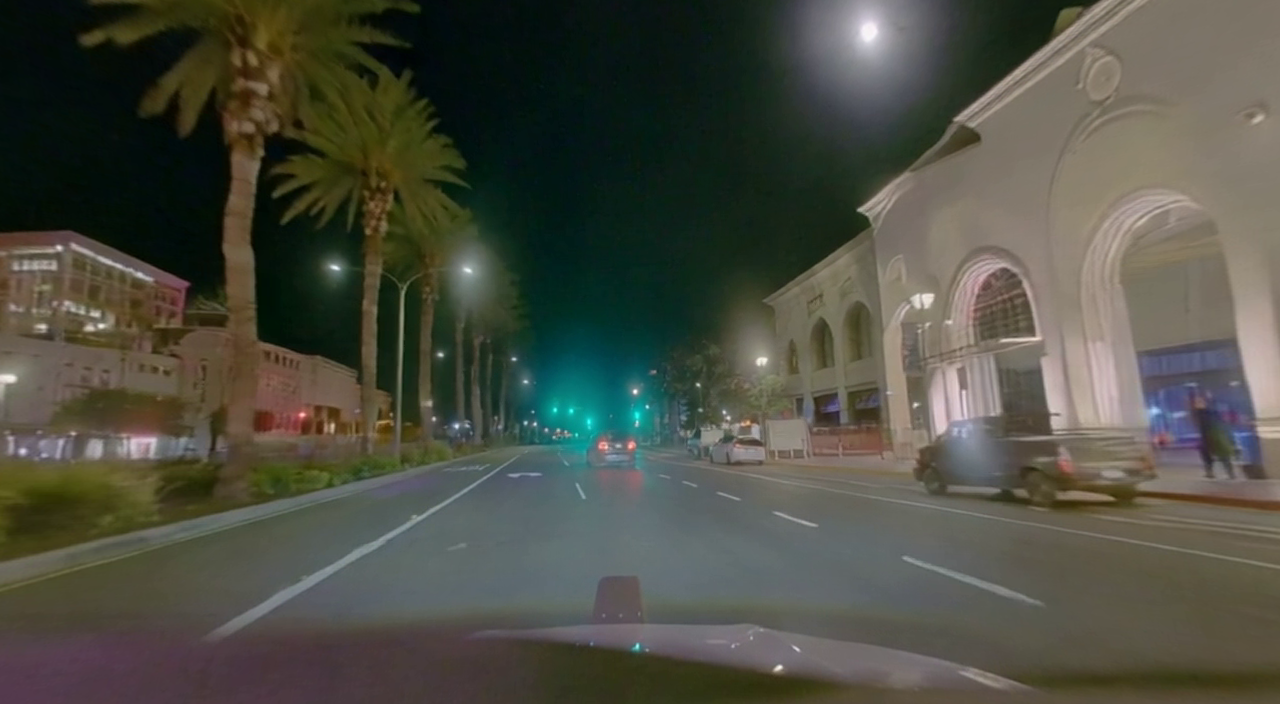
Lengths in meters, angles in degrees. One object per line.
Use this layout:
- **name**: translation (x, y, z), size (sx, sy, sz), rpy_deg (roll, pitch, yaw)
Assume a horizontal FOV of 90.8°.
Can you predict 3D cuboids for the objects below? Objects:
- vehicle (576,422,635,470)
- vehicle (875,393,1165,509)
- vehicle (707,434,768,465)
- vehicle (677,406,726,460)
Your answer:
- **vehicle**: translation (-1.779, 4.426, 29.817), size (2.284, 2.010, 6.670), rpy_deg (1, -8, -7)
- **vehicle**: translation (7.878, 2.175, 14.167), size (2.417, 2.030, 5.711), rpy_deg (1, -8, -7)
- **vehicle**: translation (5.083, 5.174, 33.577), size (2.015, 1.486, 4.501), rpy_deg (1, -8, -7)
- **vehicle**: translation (4.102, 5.477, 42.734), size (2.821, 3.470, 3.590), rpy_deg (0, -8, -1)
